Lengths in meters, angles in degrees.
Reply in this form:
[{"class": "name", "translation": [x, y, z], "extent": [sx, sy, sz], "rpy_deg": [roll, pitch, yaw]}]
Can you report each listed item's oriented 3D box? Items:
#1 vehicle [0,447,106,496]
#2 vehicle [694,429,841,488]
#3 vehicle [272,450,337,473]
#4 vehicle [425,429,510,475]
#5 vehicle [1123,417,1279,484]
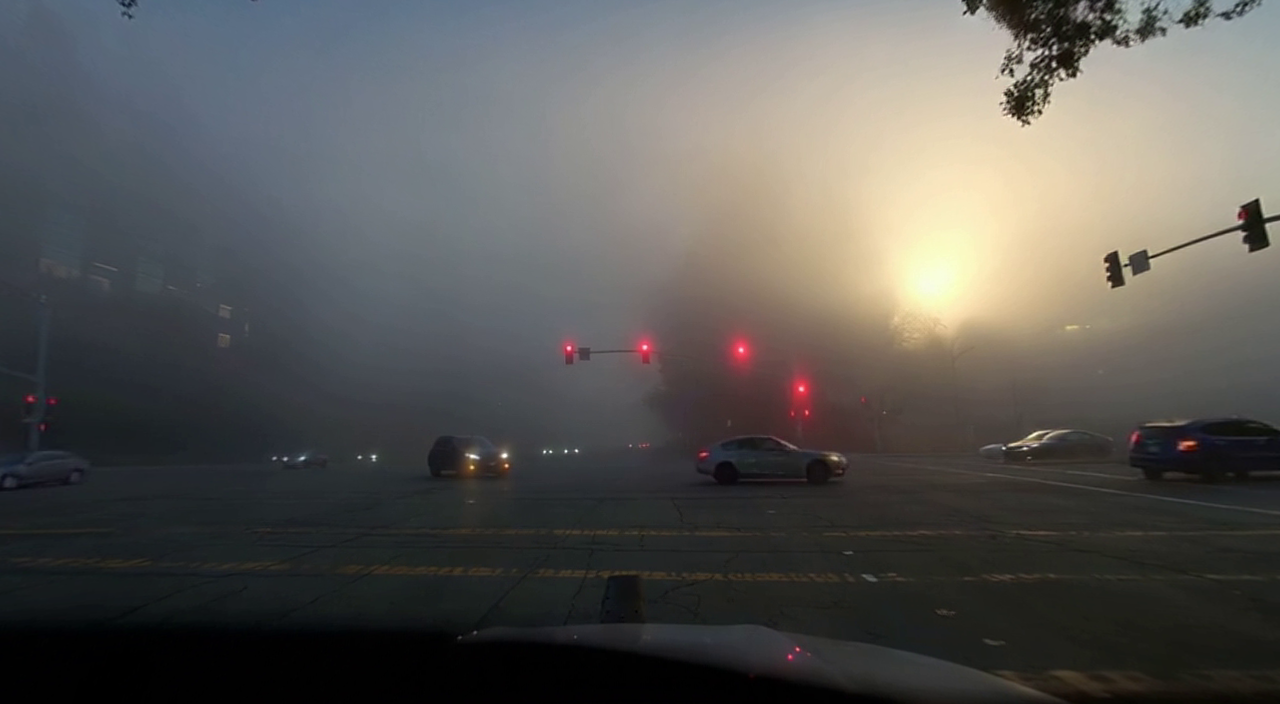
[{"class": "vehicle", "translation": [-22.889, 4.383, 23.589], "extent": [1.938, 1.676, 4.483], "rpy_deg": [0, -9, 0]}, {"class": "vehicle", "translation": [3.992, 3.286, 19.710], "extent": [4.180, 1.678, 1.982], "rpy_deg": [-3, -9, 20]}, {"class": "vehicle", "translation": [-23.103, 7.516, 43.695], "extent": [1.909, 1.473, 4.571], "rpy_deg": [0, -9, 1]}, {"class": "vehicle", "translation": [-8.283, 4.707, 29.960], "extent": [2.223, 1.972, 5.310], "rpy_deg": [6, -10, -33]}, {"class": "vehicle", "translation": [17.662, 2.931, 18.874], "extent": [4.767, 1.877, 2.017], "rpy_deg": [0, -9, -3]}]
